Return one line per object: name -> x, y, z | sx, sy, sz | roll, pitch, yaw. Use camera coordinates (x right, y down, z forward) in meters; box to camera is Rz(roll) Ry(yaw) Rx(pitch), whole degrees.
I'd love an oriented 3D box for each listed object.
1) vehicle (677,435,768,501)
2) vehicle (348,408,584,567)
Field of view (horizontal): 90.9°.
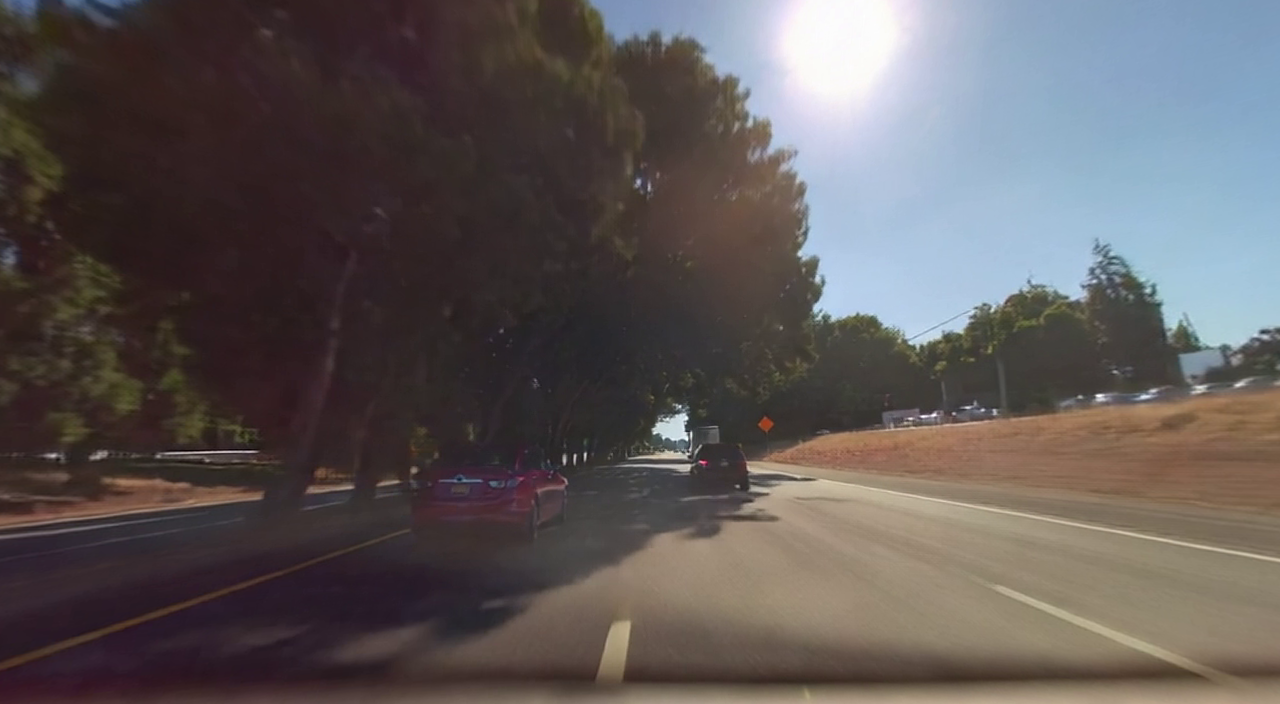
vehicle -> 2.269, 3.348, 18.529 | 2.087, 1.682, 4.388 | 0, -9, 0
vehicle -> -2.215, 1.919, 9.628 | 2.139, 1.804, 4.611 | -1, -9, 2
